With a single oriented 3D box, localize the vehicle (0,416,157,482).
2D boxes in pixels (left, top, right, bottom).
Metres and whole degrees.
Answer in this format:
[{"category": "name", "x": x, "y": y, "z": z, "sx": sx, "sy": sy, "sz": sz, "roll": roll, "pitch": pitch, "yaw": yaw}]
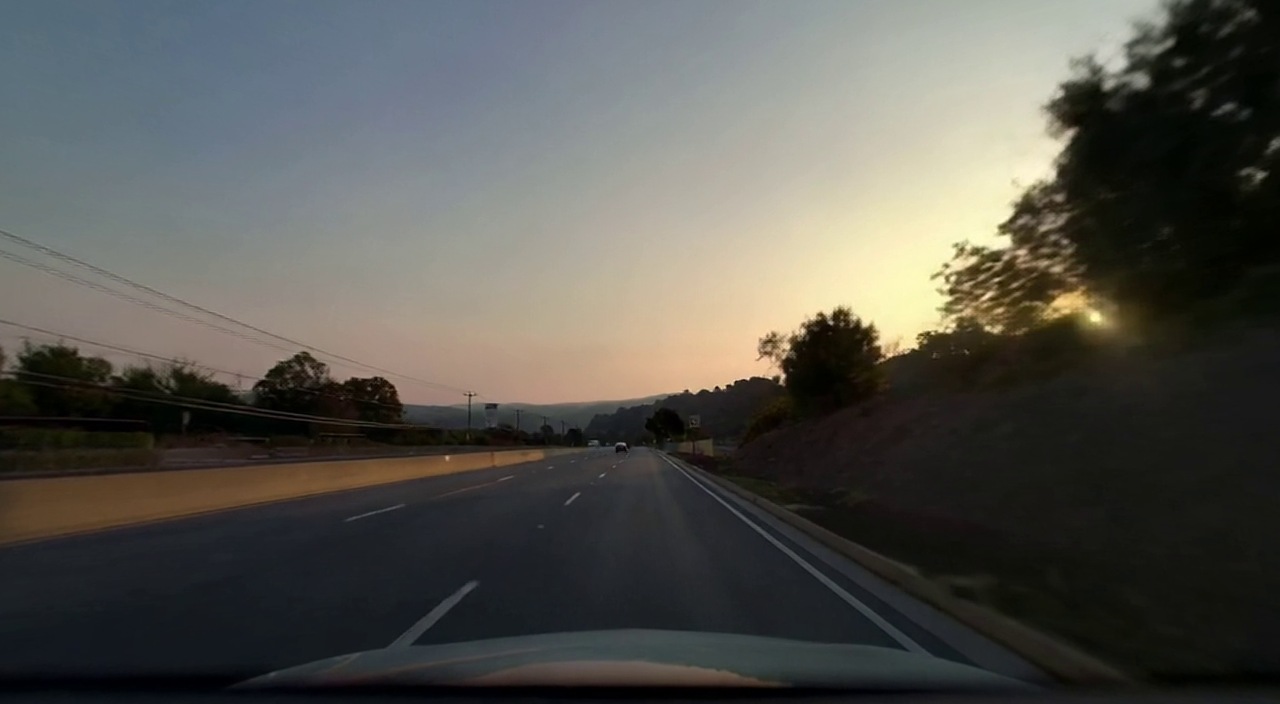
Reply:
[{"category": "vehicle", "x": -41.719, "y": 6.754, "z": 44.226, "sx": 2.890, "sy": 4.058, "sz": 17.562, "roll": 1, "pitch": -8, "yaw": -4}]
